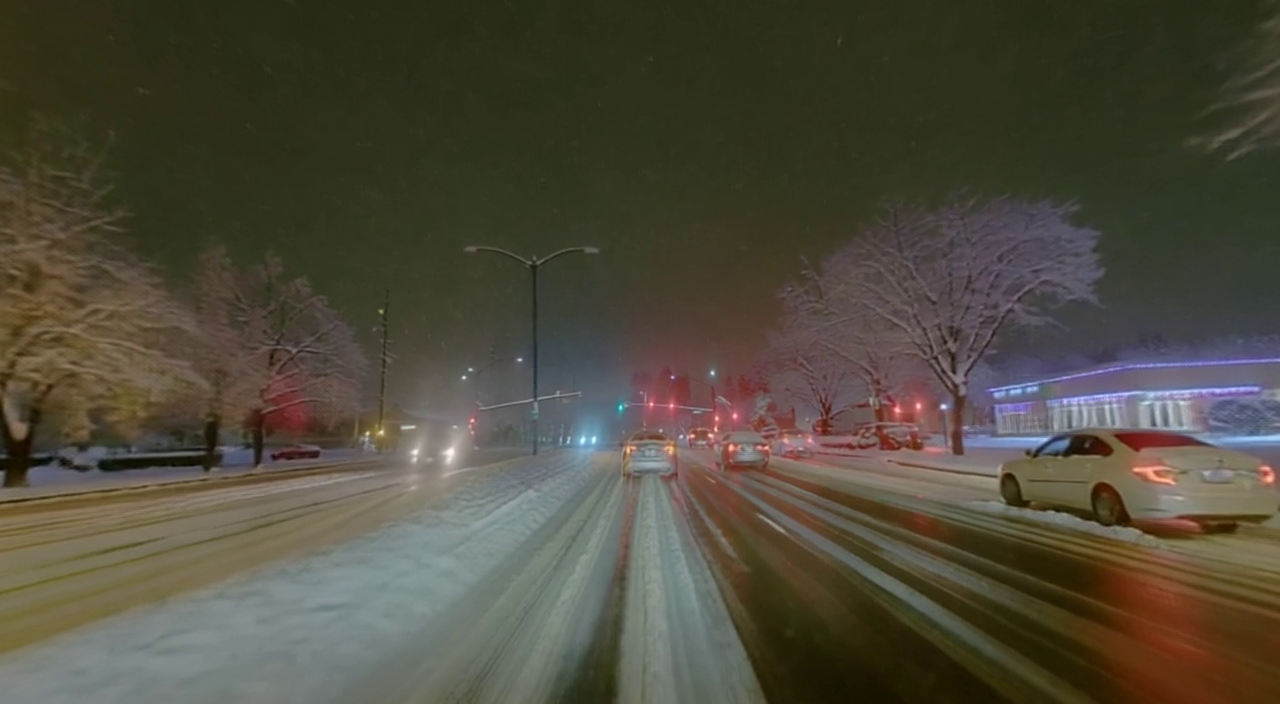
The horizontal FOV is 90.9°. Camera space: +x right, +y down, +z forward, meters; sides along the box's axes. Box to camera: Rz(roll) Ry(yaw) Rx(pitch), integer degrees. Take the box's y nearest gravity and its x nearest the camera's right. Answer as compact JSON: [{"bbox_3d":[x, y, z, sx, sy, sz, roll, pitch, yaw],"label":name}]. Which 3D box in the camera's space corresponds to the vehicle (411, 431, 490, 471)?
[{"bbox_3d":[-8.335,4.391,28.172,2.044,1.610,4.463,-1,-8,2],"label":"vehicle"}]

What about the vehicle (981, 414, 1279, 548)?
[{"bbox_3d":[7.283,1.781,9.451,1.892,1.515,4.400,0,-8,1],"label":"vehicle"}]

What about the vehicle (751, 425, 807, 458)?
[{"bbox_3d":[7.615,4.971,34.934,2.044,1.701,4.397,0,-8,0],"label":"vehicle"}]

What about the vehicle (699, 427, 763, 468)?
[{"bbox_3d":[3.689,3.954,26.275,1.988,1.528,4.144,0,-8,-1],"label":"vehicle"}]

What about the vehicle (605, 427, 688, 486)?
[{"bbox_3d":[0.211,2.932,17.982,2.096,1.473,3.893,-1,-8,1],"label":"vehicle"}]
